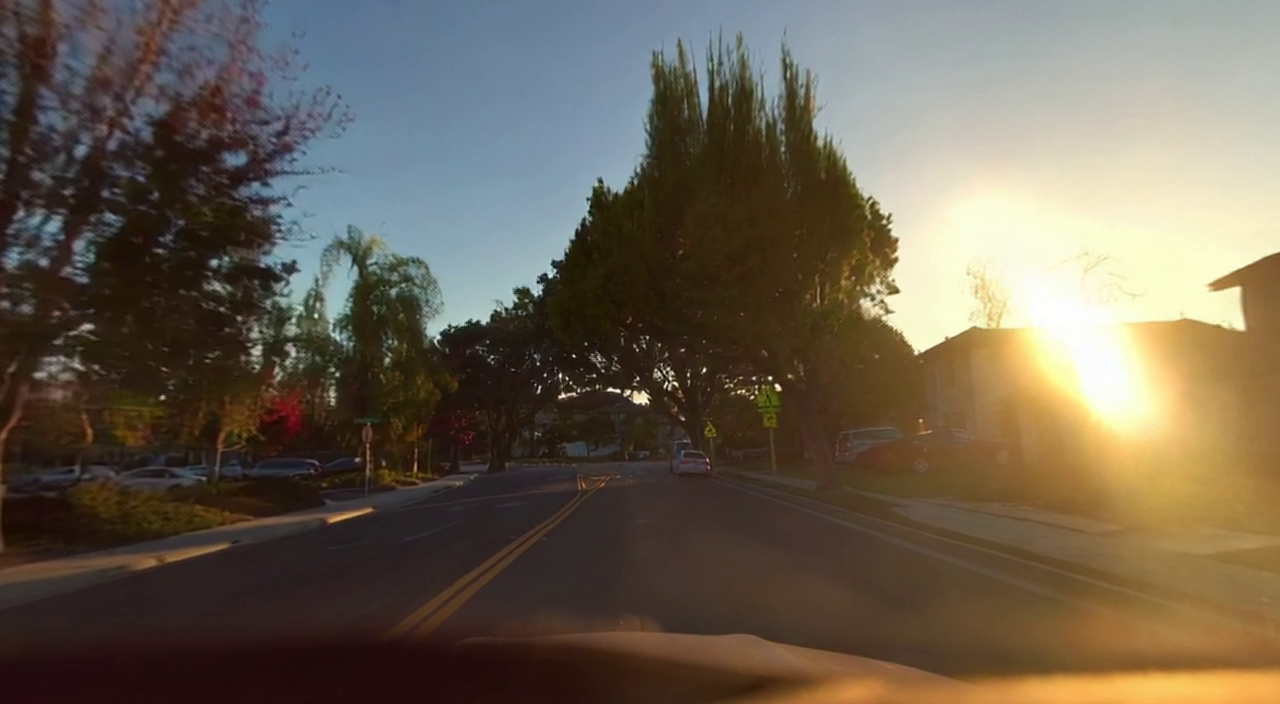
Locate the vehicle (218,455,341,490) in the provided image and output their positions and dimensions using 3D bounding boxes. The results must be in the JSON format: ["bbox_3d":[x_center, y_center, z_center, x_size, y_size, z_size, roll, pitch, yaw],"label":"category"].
[{"bbox_3d":[-19.689,6.555,34.713,2.059,1.746,5.388,-9,-13,42],"label":"vehicle"}]

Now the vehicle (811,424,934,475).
[{"bbox_3d":[10.394,4.400,28.530,4.653,1.979,1.998,-3,-9,0],"label":"vehicle"}]

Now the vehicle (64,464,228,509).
[{"bbox_3d":[-19.008,5.120,24.474,4.691,1.483,1.955,9,-13,-44],"label":"vehicle"}]

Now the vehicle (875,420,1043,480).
[{"bbox_3d":[11.064,3.466,22.201,4.750,1.658,1.902,-4,-11,0],"label":"vehicle"}]

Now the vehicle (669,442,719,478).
[{"bbox_3d":[2.965,6.150,36.100,2.221,1.892,5.555,0,-9,-1],"label":"vehicle"}]
